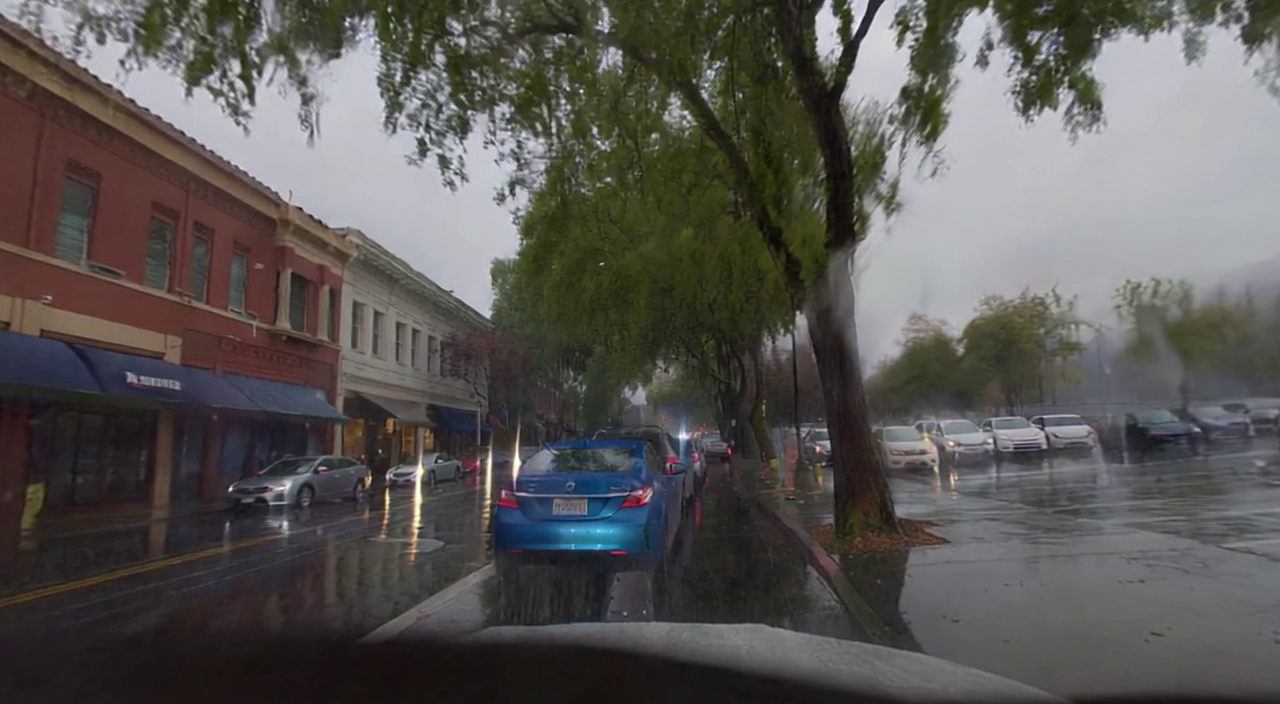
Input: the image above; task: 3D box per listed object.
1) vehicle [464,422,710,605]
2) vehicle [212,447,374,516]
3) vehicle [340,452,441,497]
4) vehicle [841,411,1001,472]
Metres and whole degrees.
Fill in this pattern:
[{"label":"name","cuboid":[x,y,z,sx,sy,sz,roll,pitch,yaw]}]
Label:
[{"label":"vehicle","cuboid":[-0.264,1.632,7.300,1.939,1.478,3.922,-1,-8,9]},{"label":"vehicle","cuboid":[-11.009,4.068,20.589,2.081,1.718,5.342,-6,-9,3]},{"label":"vehicle","cuboid":[-10.261,5.032,26.280,1.826,1.432,4.556,-7,-9,8]},{"label":"vehicle","cuboid":[9.011,2.829,20.220,4.558,1.528,1.915,-1,-8,-23]}]
